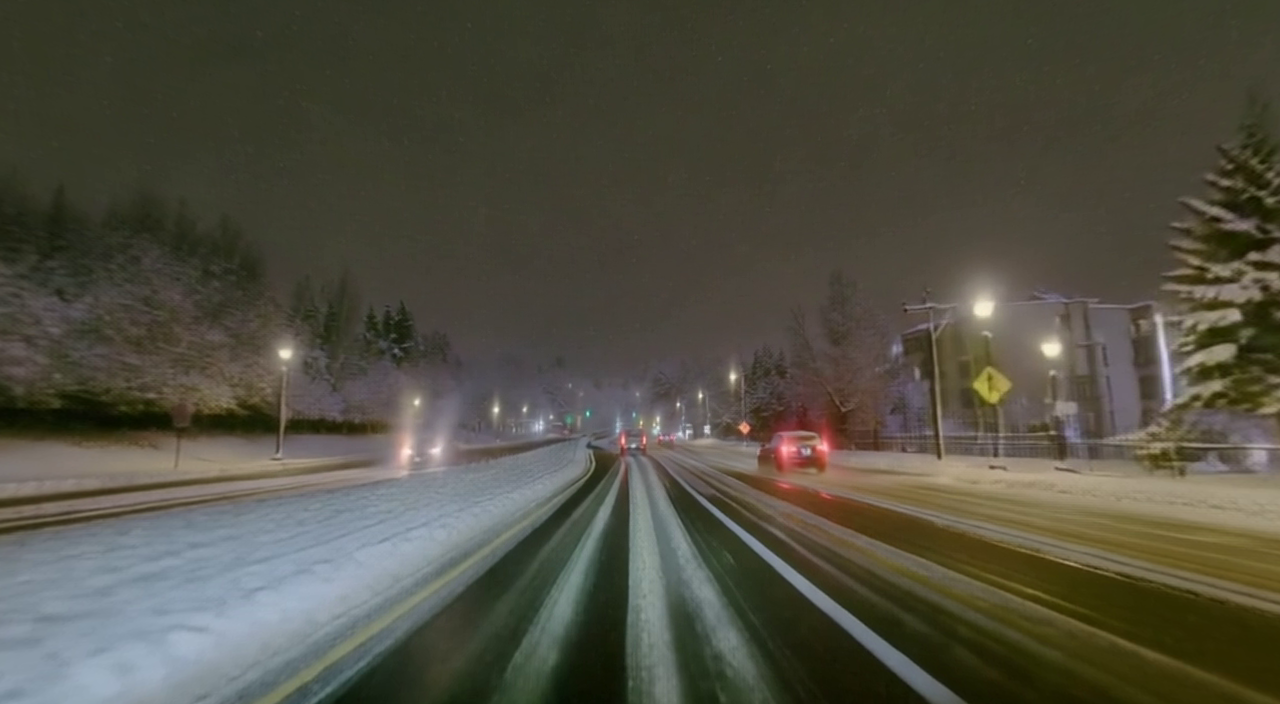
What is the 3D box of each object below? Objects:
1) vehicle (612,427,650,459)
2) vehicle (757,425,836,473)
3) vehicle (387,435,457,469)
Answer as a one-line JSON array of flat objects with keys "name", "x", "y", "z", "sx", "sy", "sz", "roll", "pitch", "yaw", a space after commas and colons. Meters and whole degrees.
[{"name": "vehicle", "x": -0.552, "y": 5.482, "z": 38.157, "sx": 2.193, "sy": 1.794, "sz": 4.457, "roll": 0, "pitch": -8, "yaw": -1}, {"name": "vehicle", "x": 6.393, "y": 4.016, "z": 26.376, "sx": 2.026, "sy": 1.804, "sz": 4.565, "roll": 0, "pitch": -8, "yaw": -1}, {"name": "vehicle", "x": -10.915, "y": 5.043, "z": 32.014, "sx": 2.002, "sy": 1.620, "sz": 4.471, "roll": 0, "pitch": -8, "yaw": -1}]
